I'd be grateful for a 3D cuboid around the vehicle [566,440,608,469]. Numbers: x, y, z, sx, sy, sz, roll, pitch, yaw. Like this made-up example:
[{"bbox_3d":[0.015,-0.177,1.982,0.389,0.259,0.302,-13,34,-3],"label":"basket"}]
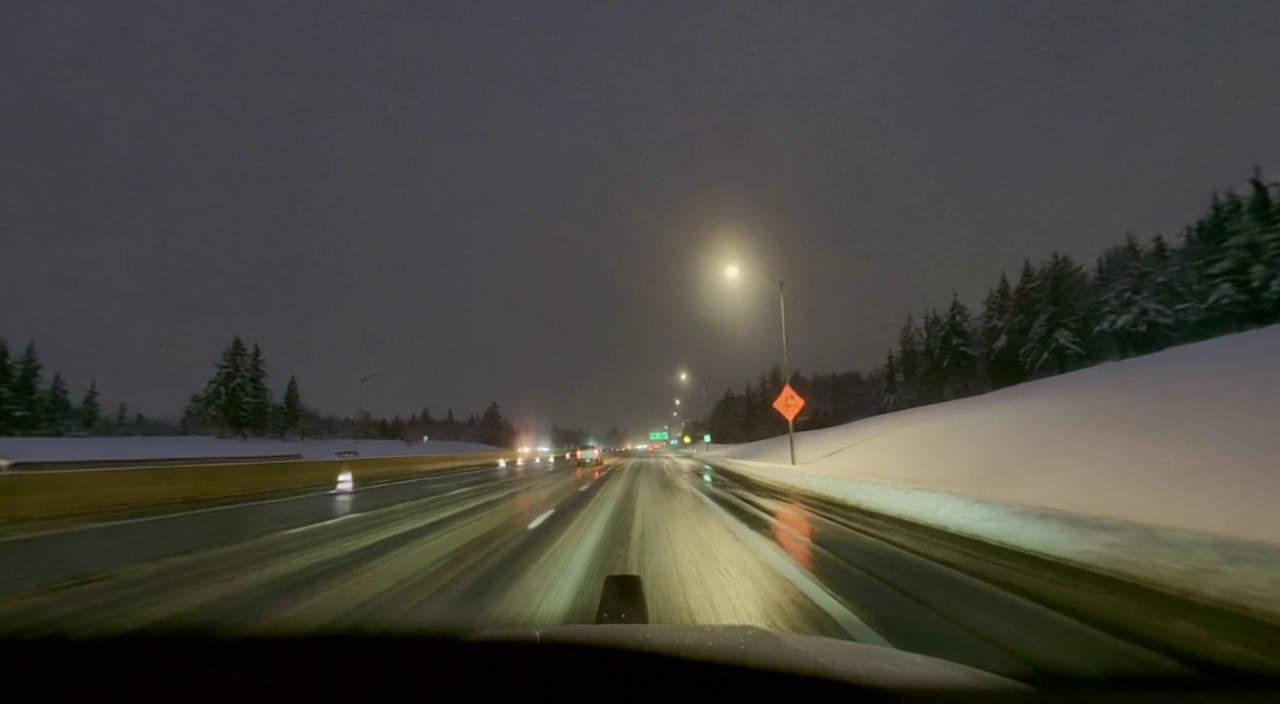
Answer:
[{"bbox_3d":[-3.087,6.121,37.610,2.078,1.629,4.059,0,-8,1],"label":"vehicle"}]
